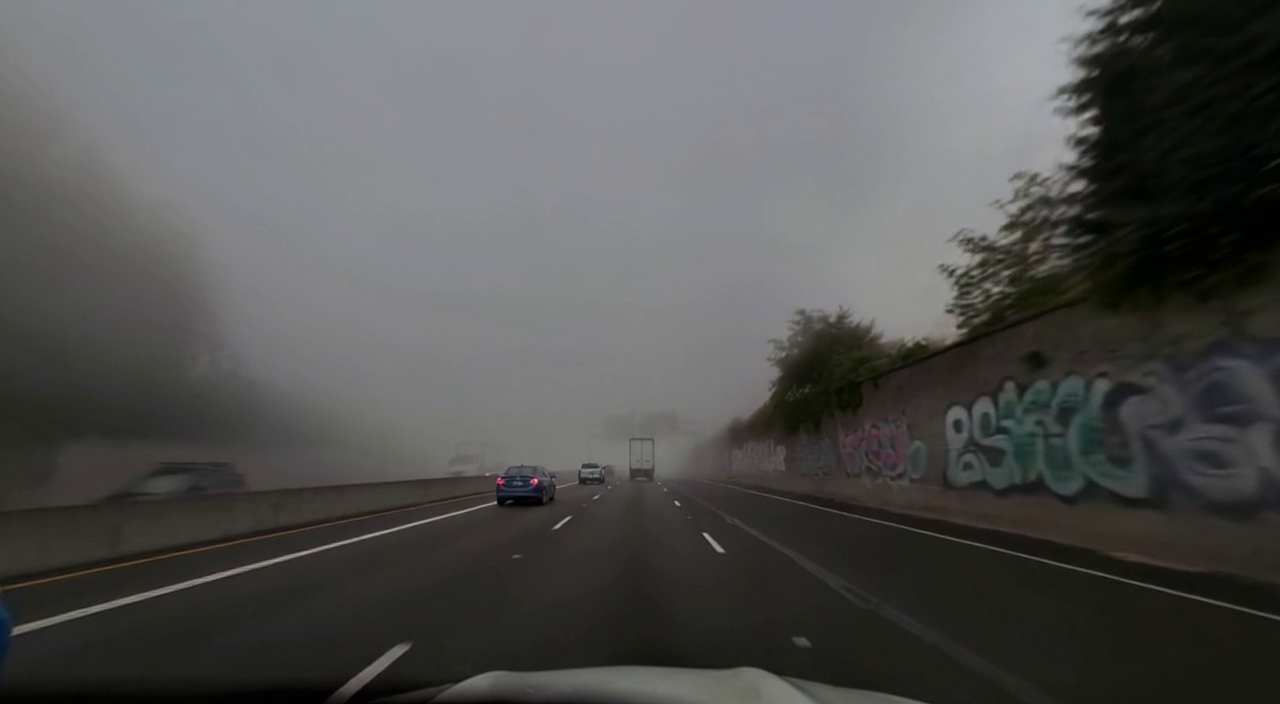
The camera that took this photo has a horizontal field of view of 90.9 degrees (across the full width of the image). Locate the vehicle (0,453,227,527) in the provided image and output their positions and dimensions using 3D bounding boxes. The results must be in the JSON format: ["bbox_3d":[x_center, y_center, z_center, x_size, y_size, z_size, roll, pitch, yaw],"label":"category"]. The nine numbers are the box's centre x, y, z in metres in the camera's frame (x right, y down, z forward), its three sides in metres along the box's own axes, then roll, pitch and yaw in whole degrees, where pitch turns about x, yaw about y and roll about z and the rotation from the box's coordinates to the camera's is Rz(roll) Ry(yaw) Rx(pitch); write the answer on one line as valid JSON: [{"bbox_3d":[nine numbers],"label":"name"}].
[{"bbox_3d":[-12.449,3.281,15.360,1.874,1.514,4.246,1,-10,-1],"label":"vehicle"}]

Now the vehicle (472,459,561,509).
[{"bbox_3d":[-3.960,4.355,21.037,2.054,1.443,4.131,0,-10,1],"label":"vehicle"}]

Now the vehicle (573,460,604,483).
[{"bbox_3d":[-3.903,9.141,48.255,2.032,1.625,4.023,0,-10,0],"label":"vehicle"}]
